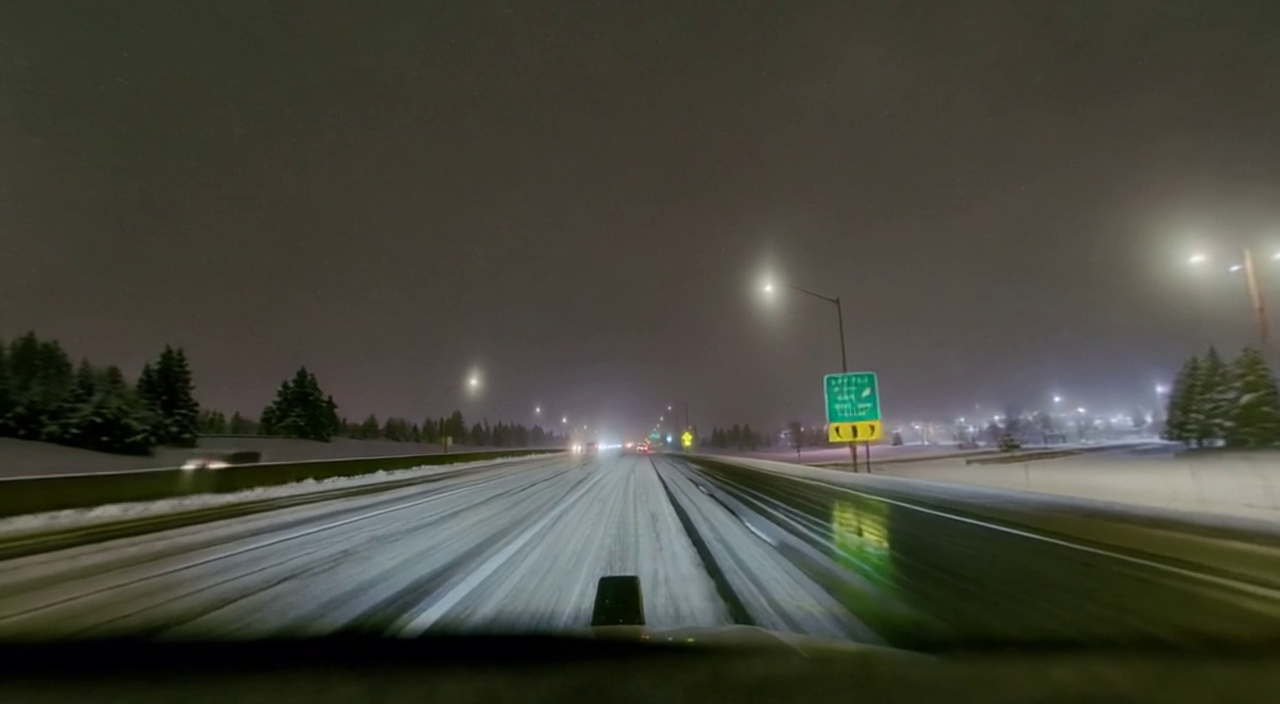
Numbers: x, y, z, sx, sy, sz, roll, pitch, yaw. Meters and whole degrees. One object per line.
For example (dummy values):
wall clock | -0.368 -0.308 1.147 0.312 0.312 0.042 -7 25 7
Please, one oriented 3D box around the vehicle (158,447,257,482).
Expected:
vehicle | -24.000 6.213 35.292 2.082 1.771 4.818 0 -8 0
